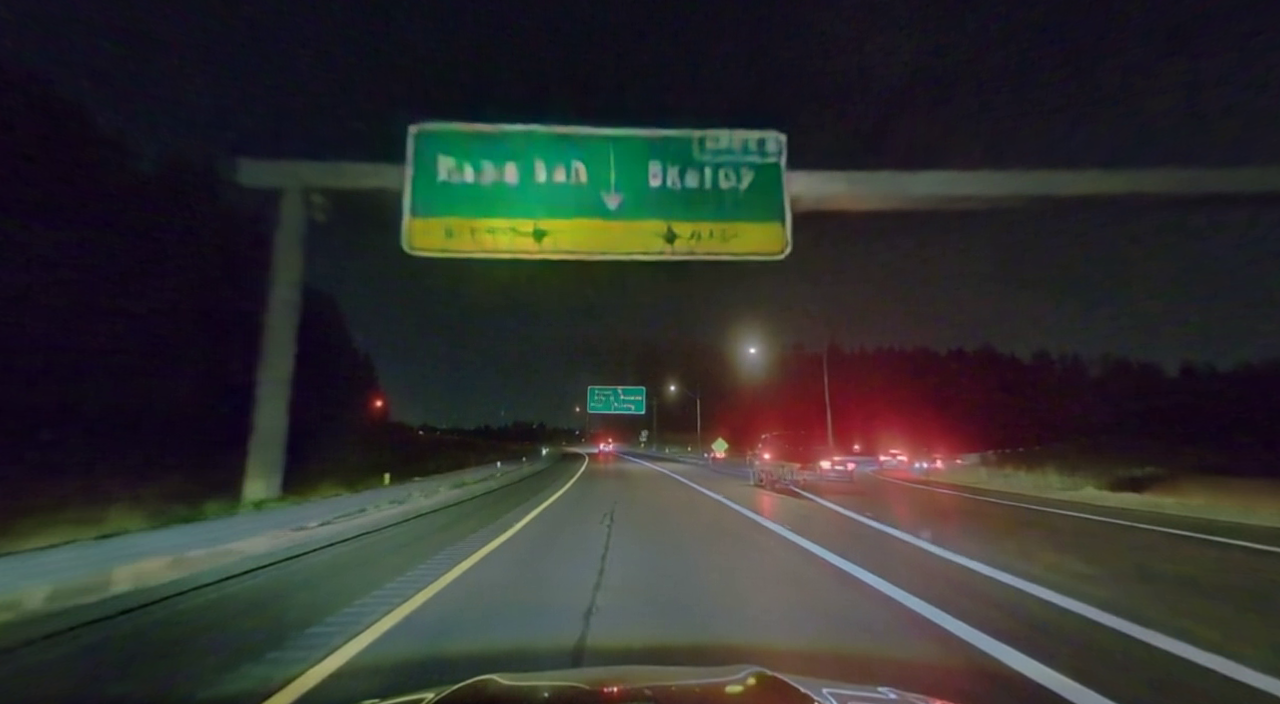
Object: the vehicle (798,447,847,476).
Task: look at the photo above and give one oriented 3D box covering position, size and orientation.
[{"bbox_3d":[9.898,5.943,34.307,2.129,1.444,3.649,-2,-9,10],"label":"vehicle"}]
